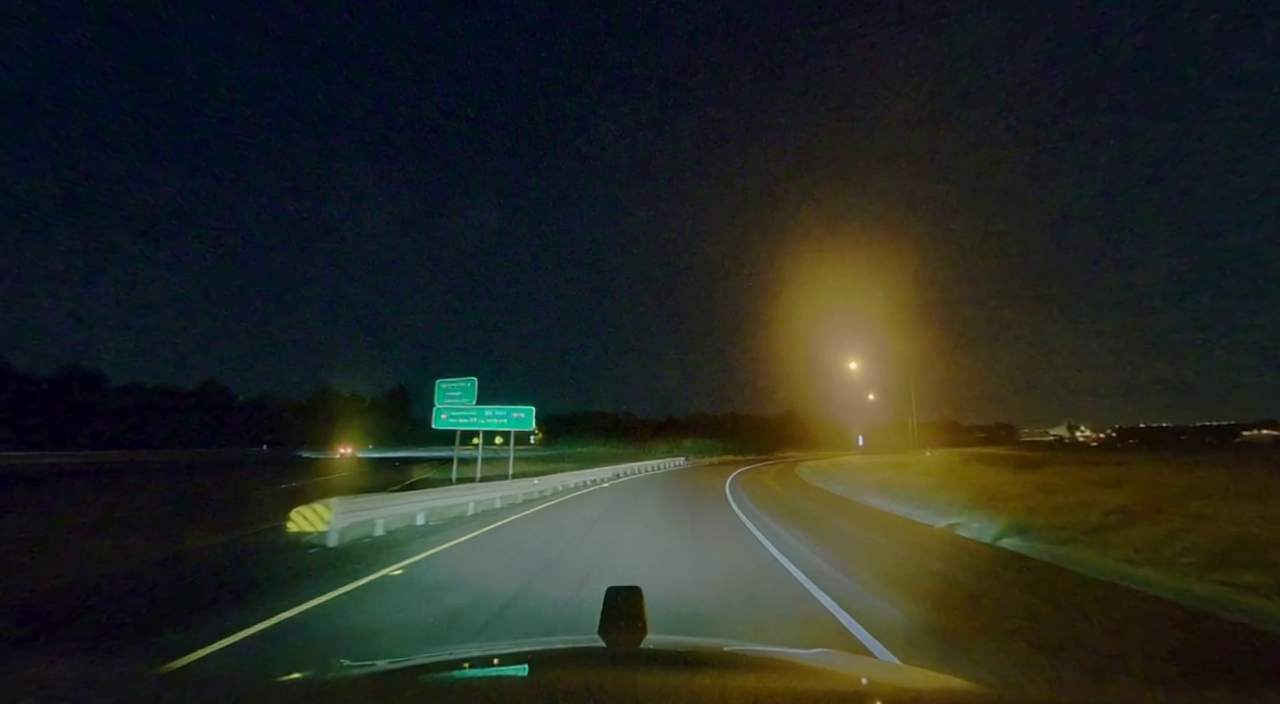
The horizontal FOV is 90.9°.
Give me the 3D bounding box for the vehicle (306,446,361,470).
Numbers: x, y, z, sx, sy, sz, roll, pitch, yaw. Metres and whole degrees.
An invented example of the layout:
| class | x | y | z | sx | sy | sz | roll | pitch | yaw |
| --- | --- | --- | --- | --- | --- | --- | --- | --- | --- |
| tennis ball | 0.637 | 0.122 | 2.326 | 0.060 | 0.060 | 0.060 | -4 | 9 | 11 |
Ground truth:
| class | x | y | z | sx | sy | sz | roll | pitch | yaw |
| --- | --- | --- | --- | --- | --- | --- | --- | --- | --- |
| vehicle | -20.594 | 7.109 | 42.487 | 2.044 | 1.492 | 4.665 | 2 | -9 | -10 |
